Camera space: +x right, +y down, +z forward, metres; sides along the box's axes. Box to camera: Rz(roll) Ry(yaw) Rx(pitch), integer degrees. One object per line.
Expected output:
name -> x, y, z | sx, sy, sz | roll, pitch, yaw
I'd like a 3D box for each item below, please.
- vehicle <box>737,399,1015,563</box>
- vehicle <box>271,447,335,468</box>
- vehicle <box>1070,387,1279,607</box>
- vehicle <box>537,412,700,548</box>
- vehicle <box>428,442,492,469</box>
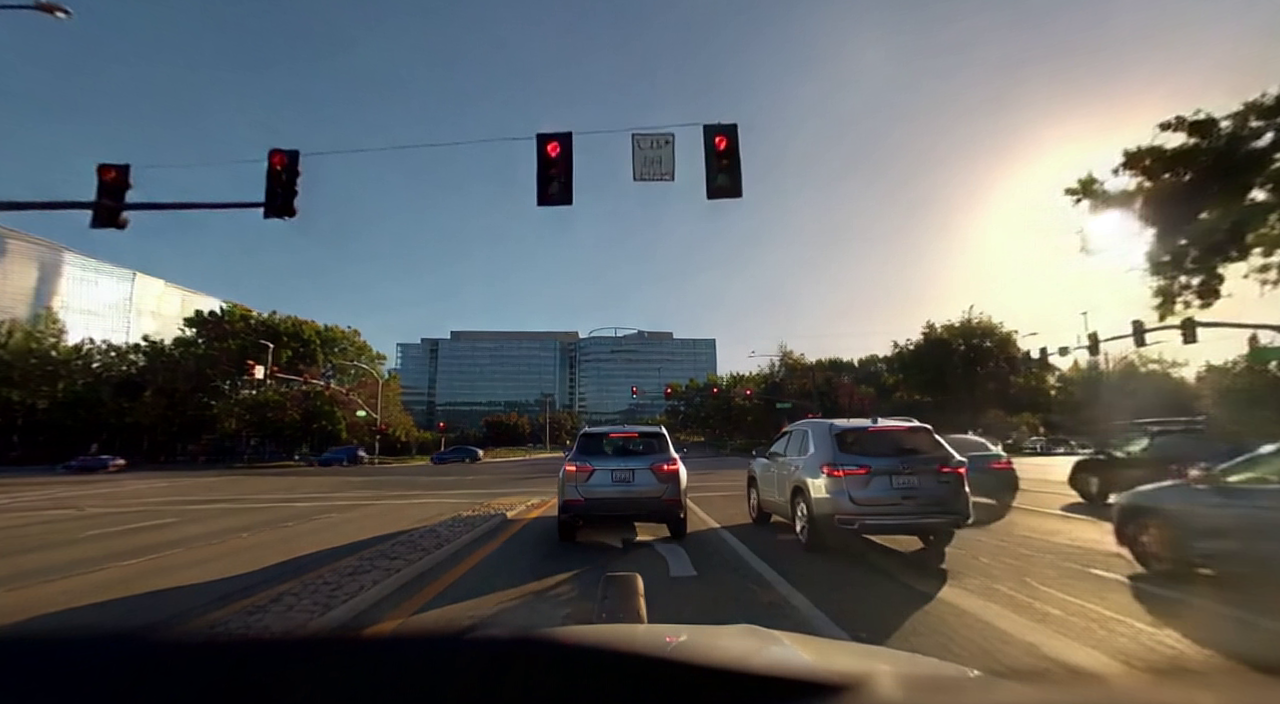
vehicle -> 2.969, 1.755, 9.272 | 2.228, 1.798, 4.370 | 0, -8, -2
vehicle -> -26.521, 8.305, 49.727 | 4.253, 1.610, 1.800 | -3, -9, 16
vehicle -> 6.155, 1.129, 4.847 | 2.049, 1.743, 5.146 | 0, -8, 0
vehicle -> -0.305, 1.920, 10.082 | 2.039, 1.698, 4.144 | 0, -8, -1
vehicle -> -12.218, 6.942, 42.752 | 4.318, 1.712, 2.188 | -8, -12, 43
